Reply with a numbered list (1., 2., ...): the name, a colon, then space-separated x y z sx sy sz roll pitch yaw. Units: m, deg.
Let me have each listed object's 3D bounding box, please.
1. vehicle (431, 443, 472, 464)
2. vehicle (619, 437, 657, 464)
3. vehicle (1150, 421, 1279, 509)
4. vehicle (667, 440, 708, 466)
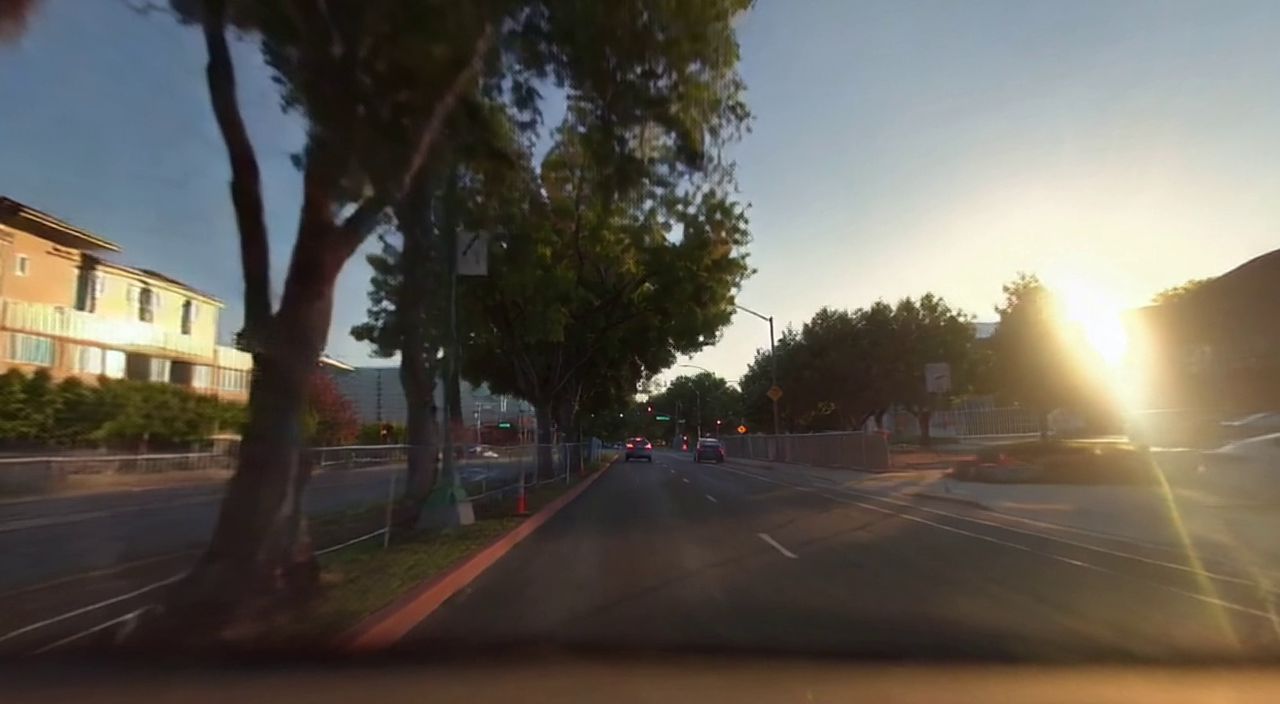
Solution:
1. vehicle: -14.818 8.007 49.757 1.868 1.528 4.317 0 -8 0
2. vehicle: -0.078 6.590 42.132 2.000 1.671 4.276 -1 -8 7
3. vehicle: 12.252 1.986 11.221 1.948 1.466 4.520 -1 -7 -15
4. vehicle: 2.925 6.090 38.106 1.974 1.490 4.231 -2 -9 11
